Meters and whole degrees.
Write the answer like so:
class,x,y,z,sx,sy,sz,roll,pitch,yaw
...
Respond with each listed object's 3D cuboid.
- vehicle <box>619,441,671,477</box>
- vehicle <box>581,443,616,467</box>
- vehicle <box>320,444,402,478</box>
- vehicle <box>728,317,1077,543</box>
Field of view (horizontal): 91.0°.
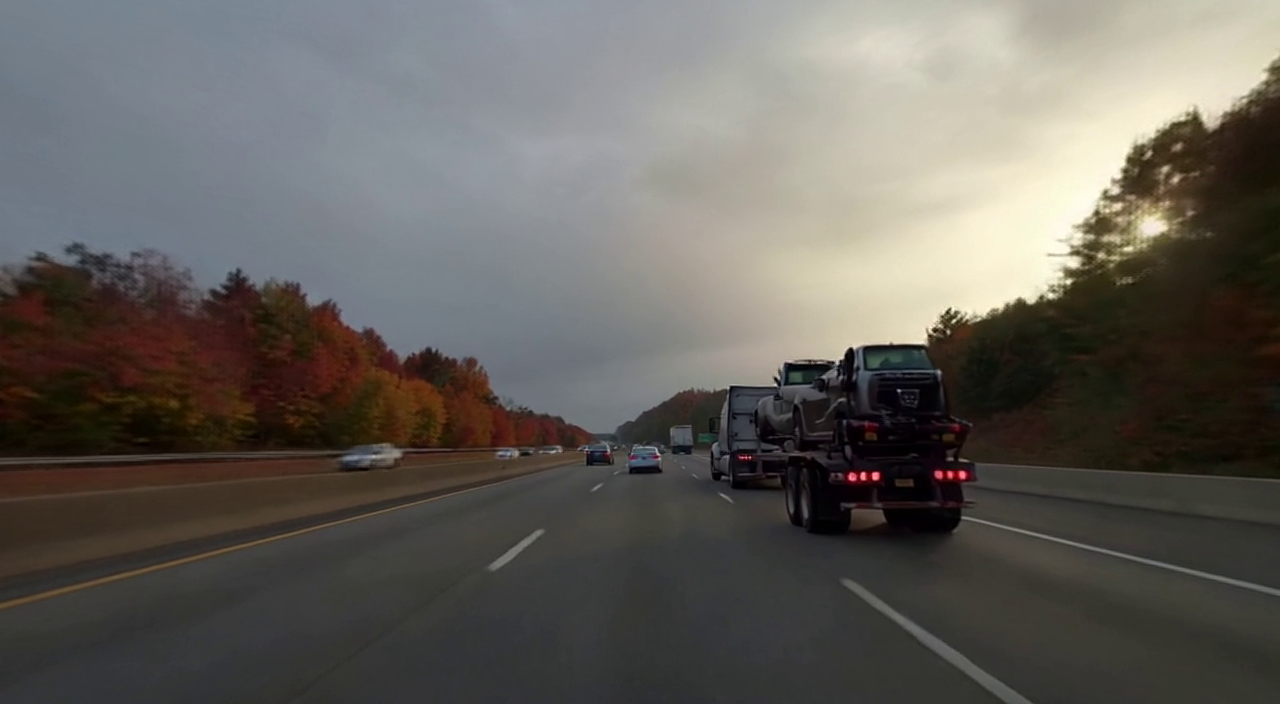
class,x,y,z,sx,sy,sz,roll,pitch,yaw
vehicle,0.275,4.758,28.307,2.152,1.484,4.211,0,-8,2
vehicle,-2.660,6.709,41.152,1.928,1.464,3.706,0,-8,2
vehicle,-14.050,5.482,31.984,1.925,1.552,4.531,0,-8,2
vehicle,4.667,2.053,15.649,3.150,3.257,13.098,0,-8,0
